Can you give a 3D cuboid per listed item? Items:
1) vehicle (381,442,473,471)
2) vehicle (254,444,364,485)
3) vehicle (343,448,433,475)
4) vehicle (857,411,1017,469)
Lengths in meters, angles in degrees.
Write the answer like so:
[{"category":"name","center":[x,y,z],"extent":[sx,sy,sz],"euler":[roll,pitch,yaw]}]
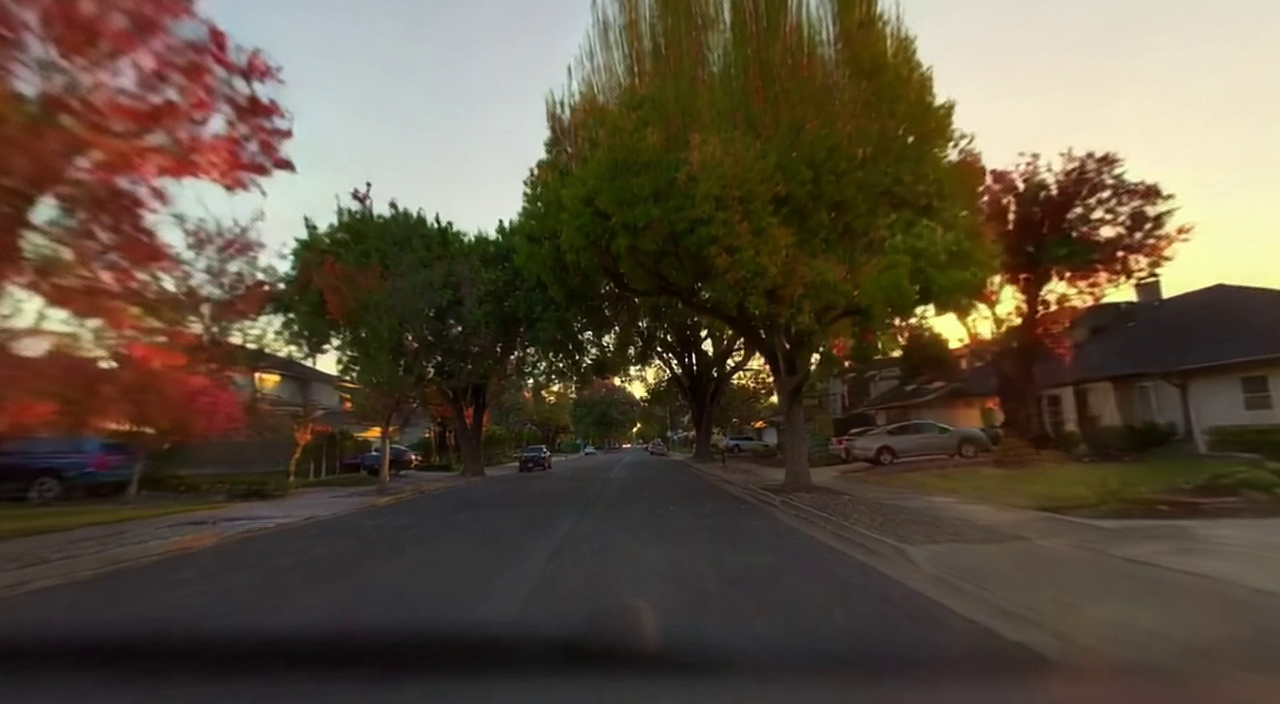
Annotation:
[{"category":"vehicle","center":[-14.119,6.933,42.124],"extent":[5.286,1.847,2.166],"euler":[0,-8,1]},{"category":"vehicle","center":[-14.035,4.776,27.089],"extent":[1.982,1.596,3.988],"euler":[-2,-9,12]},{"category":"vehicle","center":[-14.367,6.243,36.200],"extent":[4.285,1.483,1.954],"euler":[0,-9,0]},{"category":"vehicle","center":[10.569,3.179,22.818],"extent":[4.582,1.680,2.223],"euler":[-4,-9,3]}]
